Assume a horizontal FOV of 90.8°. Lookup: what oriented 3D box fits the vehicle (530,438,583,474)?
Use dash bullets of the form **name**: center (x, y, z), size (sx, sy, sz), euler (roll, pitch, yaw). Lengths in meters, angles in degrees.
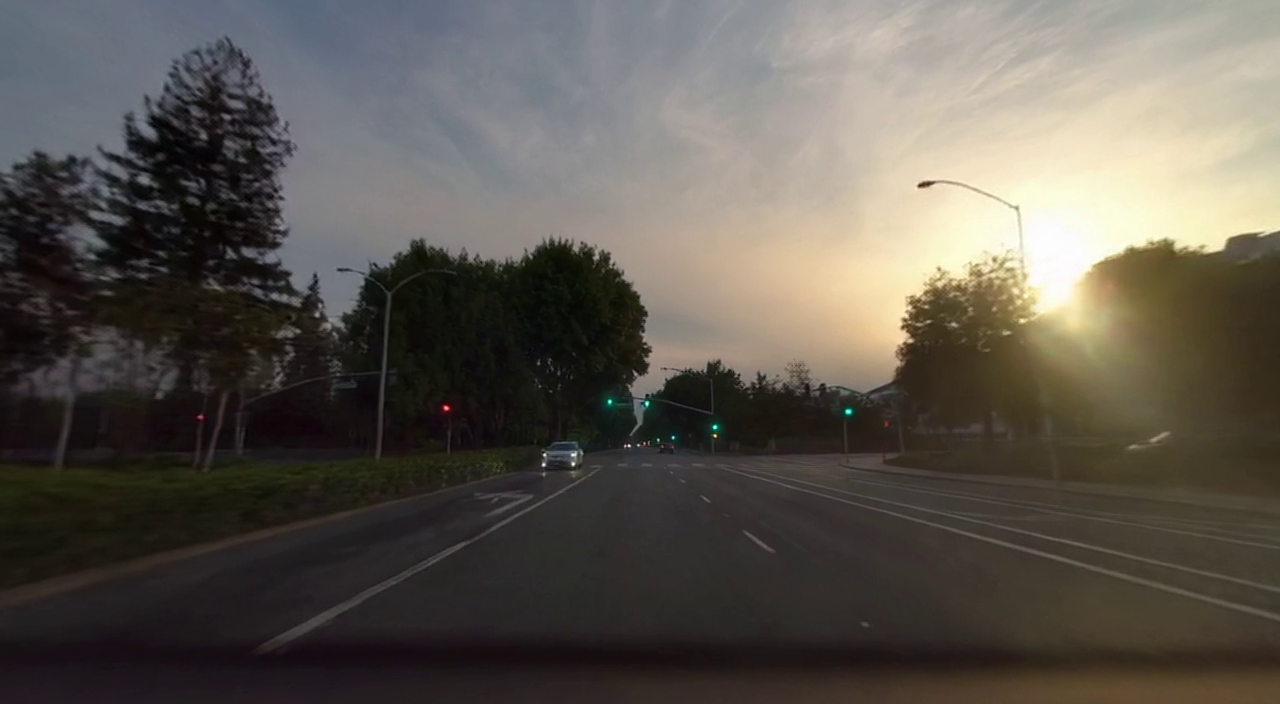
- **vehicle**: center (-4.288, 5.425, 33.190), size (2.156, 1.722, 4.484), euler (-1, -8, 1)
